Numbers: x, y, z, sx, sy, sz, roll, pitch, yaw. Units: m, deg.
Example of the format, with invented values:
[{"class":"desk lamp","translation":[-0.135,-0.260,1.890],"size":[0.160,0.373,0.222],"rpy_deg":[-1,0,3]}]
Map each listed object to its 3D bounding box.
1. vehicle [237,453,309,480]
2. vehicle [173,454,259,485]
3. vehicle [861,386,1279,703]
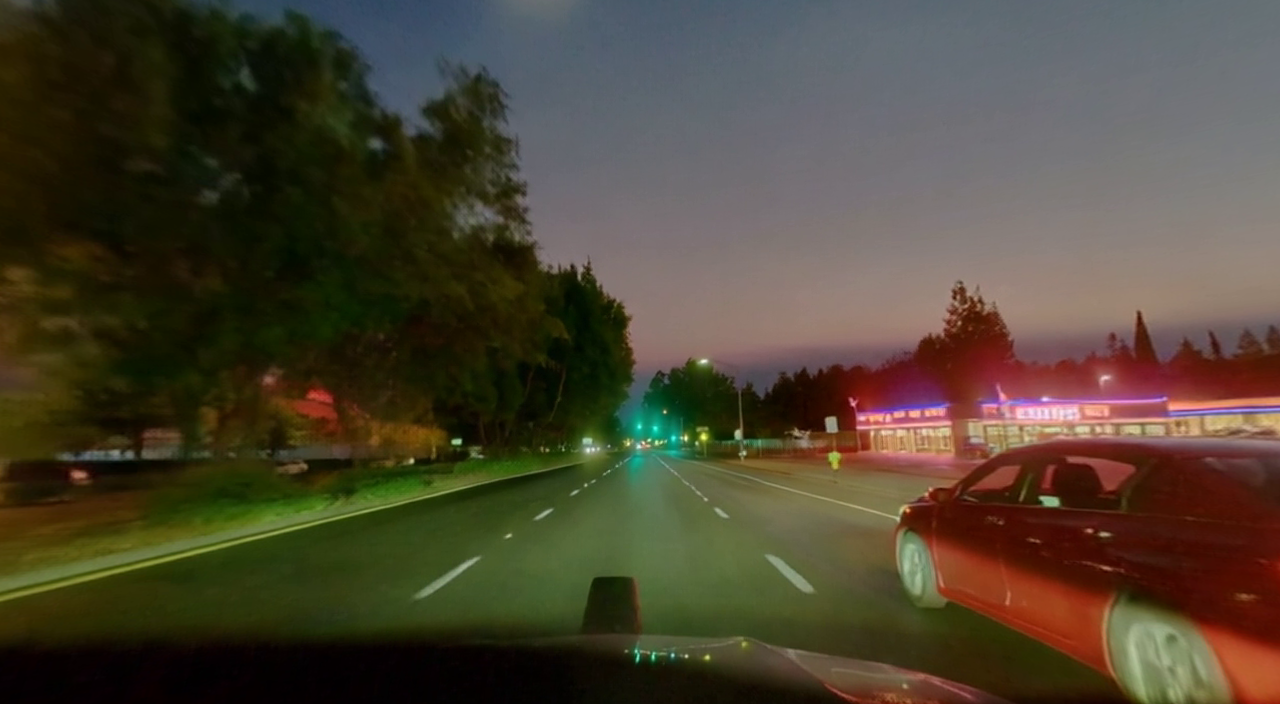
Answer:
[{"class":"vehicle","translation":[-22.448,6.986,38.784],"size":[1.784,1.438,4.471],"rpy_deg":[-1,-8,-1]},{"class":"vehicle","translation":[-22.428,6.196,33.607],"size":[1.745,1.476,4.123],"rpy_deg":[-1,-8,-1]},{"class":"vehicle","translation":[3.075,1.057,3.522],"size":[2.004,1.470,4.544],"rpy_deg":[-1,-8,0]}]
